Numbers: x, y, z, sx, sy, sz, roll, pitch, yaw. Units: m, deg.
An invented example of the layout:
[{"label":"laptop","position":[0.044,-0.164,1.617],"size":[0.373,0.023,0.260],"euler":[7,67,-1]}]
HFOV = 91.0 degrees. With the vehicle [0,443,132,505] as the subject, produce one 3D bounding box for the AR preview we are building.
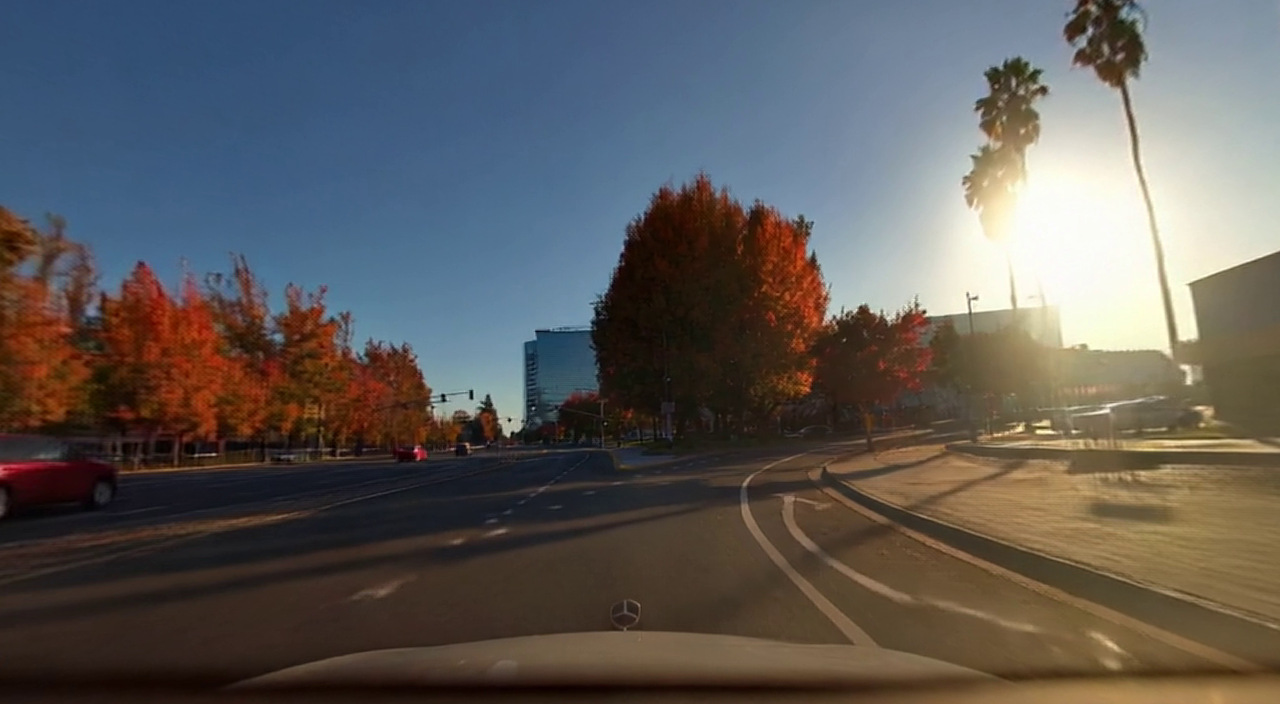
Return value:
[{"label":"vehicle","position":[-24.461,4.643,24.453],"size":[2.819,2.204,8.236],"euler":[1,-9,-2]}]
